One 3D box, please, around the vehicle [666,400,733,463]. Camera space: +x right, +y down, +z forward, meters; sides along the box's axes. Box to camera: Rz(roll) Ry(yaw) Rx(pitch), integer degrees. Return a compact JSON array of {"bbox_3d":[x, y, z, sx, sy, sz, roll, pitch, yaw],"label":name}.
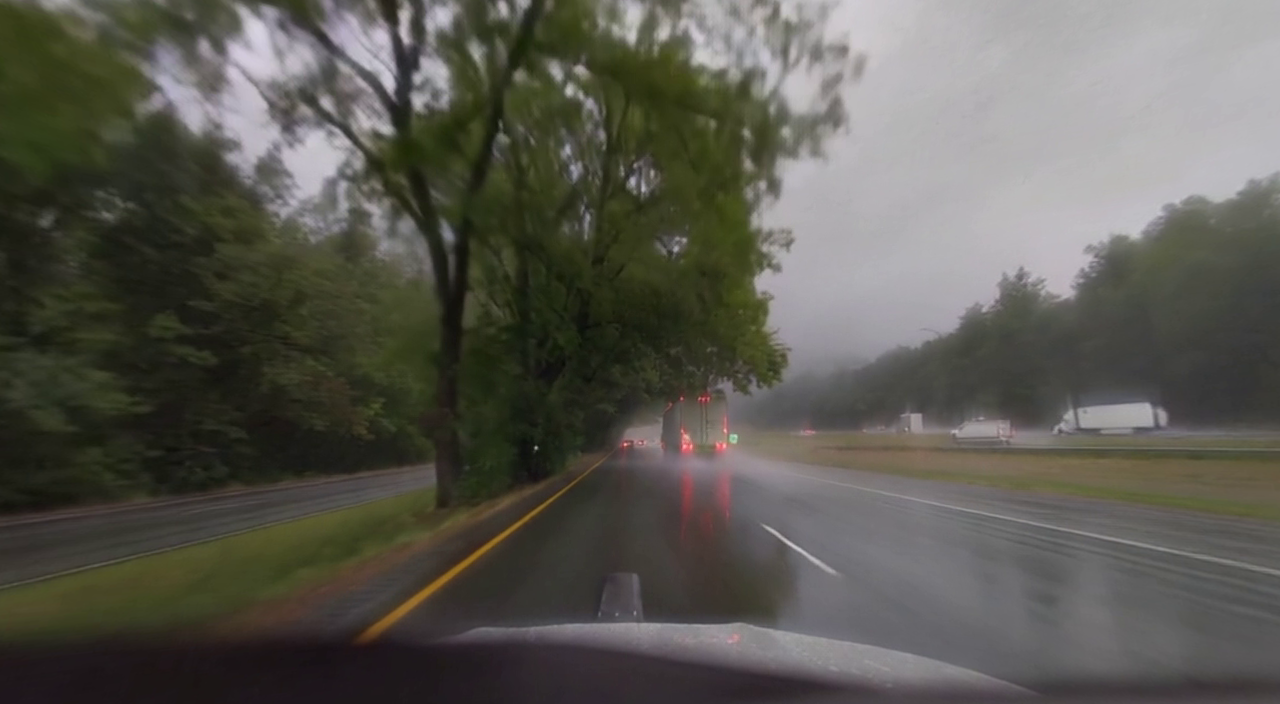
[{"bbox_3d":[4.158,6.156,48.191,3.223,4.082,14.353,0,-8,-2],"label":"vehicle"}]
